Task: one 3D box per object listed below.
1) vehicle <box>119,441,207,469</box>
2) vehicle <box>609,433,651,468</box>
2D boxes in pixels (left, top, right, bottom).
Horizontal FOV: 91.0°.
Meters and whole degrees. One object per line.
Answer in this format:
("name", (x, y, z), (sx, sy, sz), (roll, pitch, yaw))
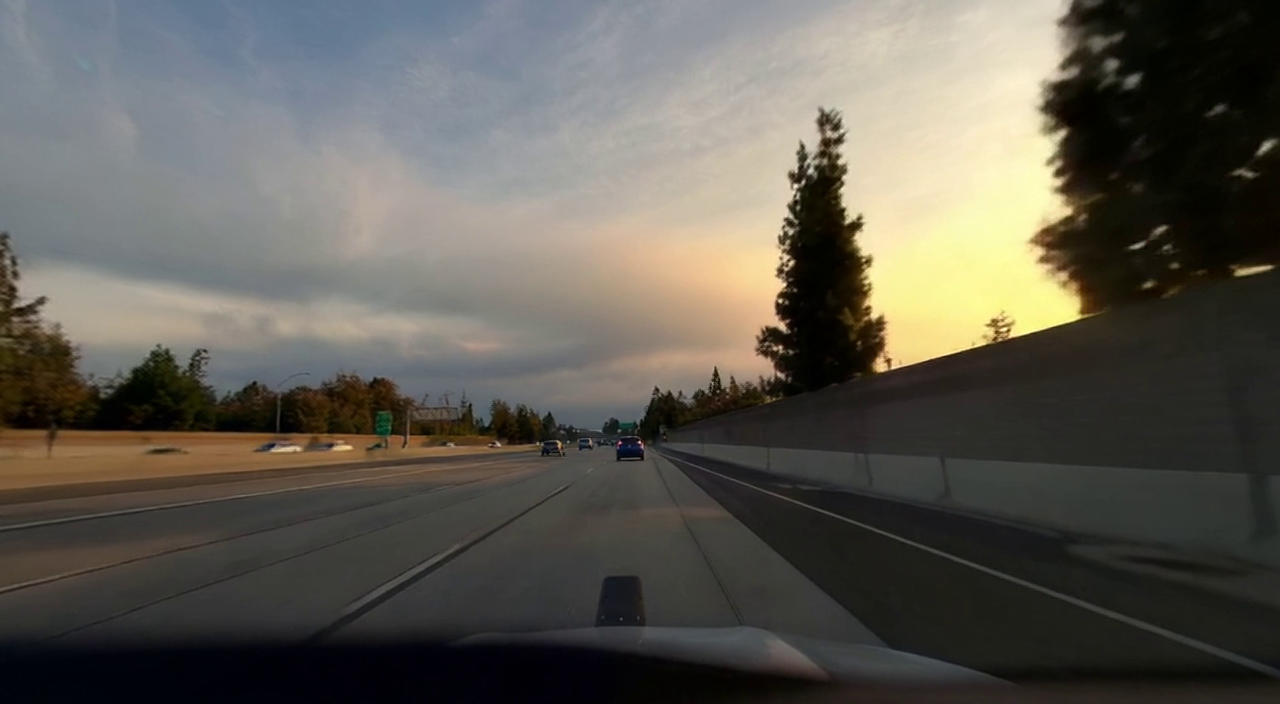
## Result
("vehicle", (-29.138, 6.294, 38.635), (1.853, 1.591, 4.467), (0, -8, 0))
("vehicle", (-0.495, 5.242, 33.688), (2.141, 1.706, 4.065), (0, -8, 0))
